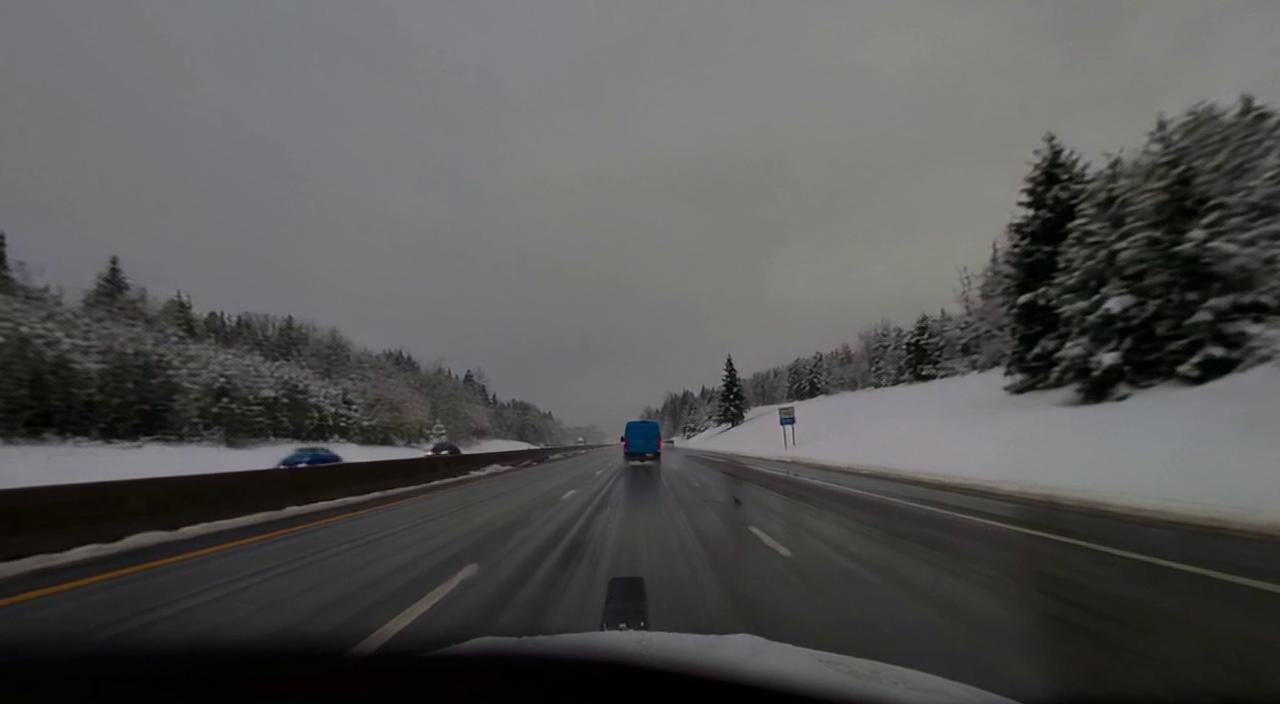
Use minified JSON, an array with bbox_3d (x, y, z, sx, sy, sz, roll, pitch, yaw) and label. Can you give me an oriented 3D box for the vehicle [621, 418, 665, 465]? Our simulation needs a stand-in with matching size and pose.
[{"bbox_3d":[0.136,5.195,36.401,2.329,2.483,5.428,0,-8,0],"label":"vehicle"}]
